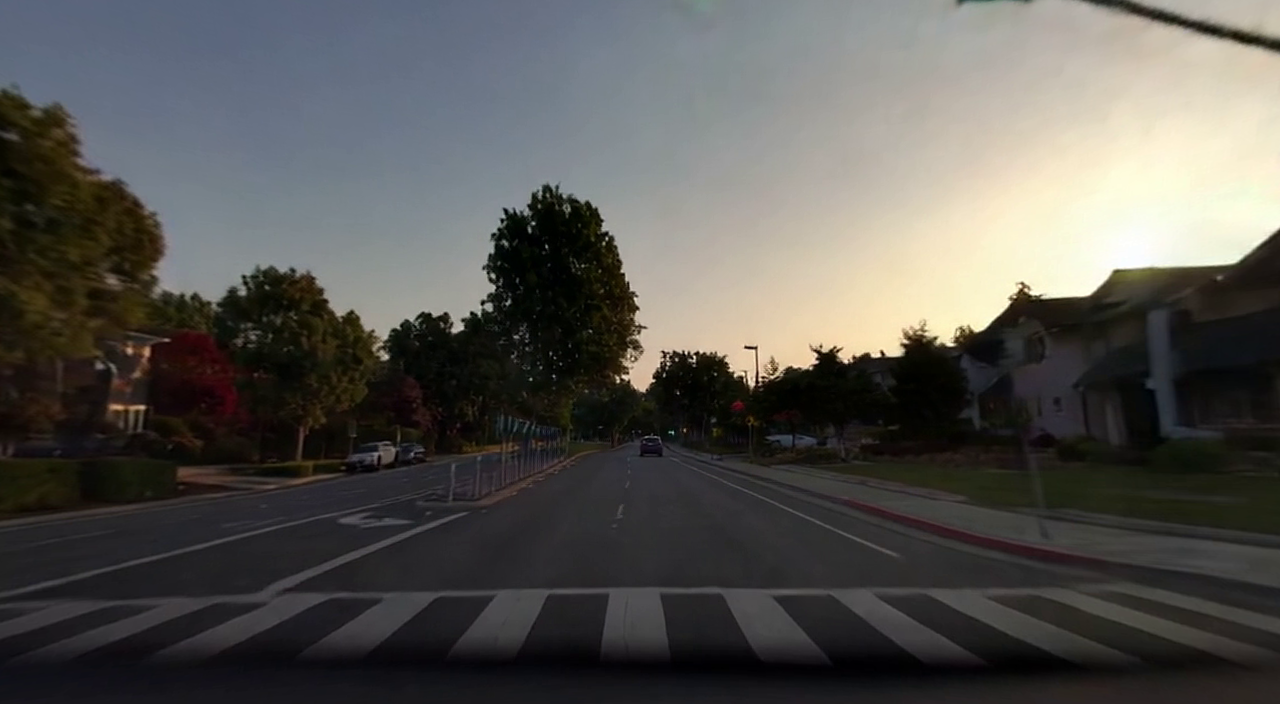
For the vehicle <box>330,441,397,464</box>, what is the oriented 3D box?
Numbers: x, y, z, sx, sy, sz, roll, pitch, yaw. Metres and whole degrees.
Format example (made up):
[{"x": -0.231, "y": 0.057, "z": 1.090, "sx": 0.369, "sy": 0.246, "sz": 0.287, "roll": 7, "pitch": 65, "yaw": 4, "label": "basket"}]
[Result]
[{"x": -20.939, "y": 7.634, "z": 47.966, "sx": 4.206, "sy": 1.721, "sz": 1.807, "roll": 0, "pitch": -8, "yaw": 0, "label": "vehicle"}]

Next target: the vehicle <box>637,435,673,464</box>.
[{"x": 0.940, "y": 6.496, "z": 42.148, "sx": 2.215, "sy": 1.799, "sz": 4.426, "roll": 0, "pitch": -8, "yaw": -1, "label": "vehicle"}]
